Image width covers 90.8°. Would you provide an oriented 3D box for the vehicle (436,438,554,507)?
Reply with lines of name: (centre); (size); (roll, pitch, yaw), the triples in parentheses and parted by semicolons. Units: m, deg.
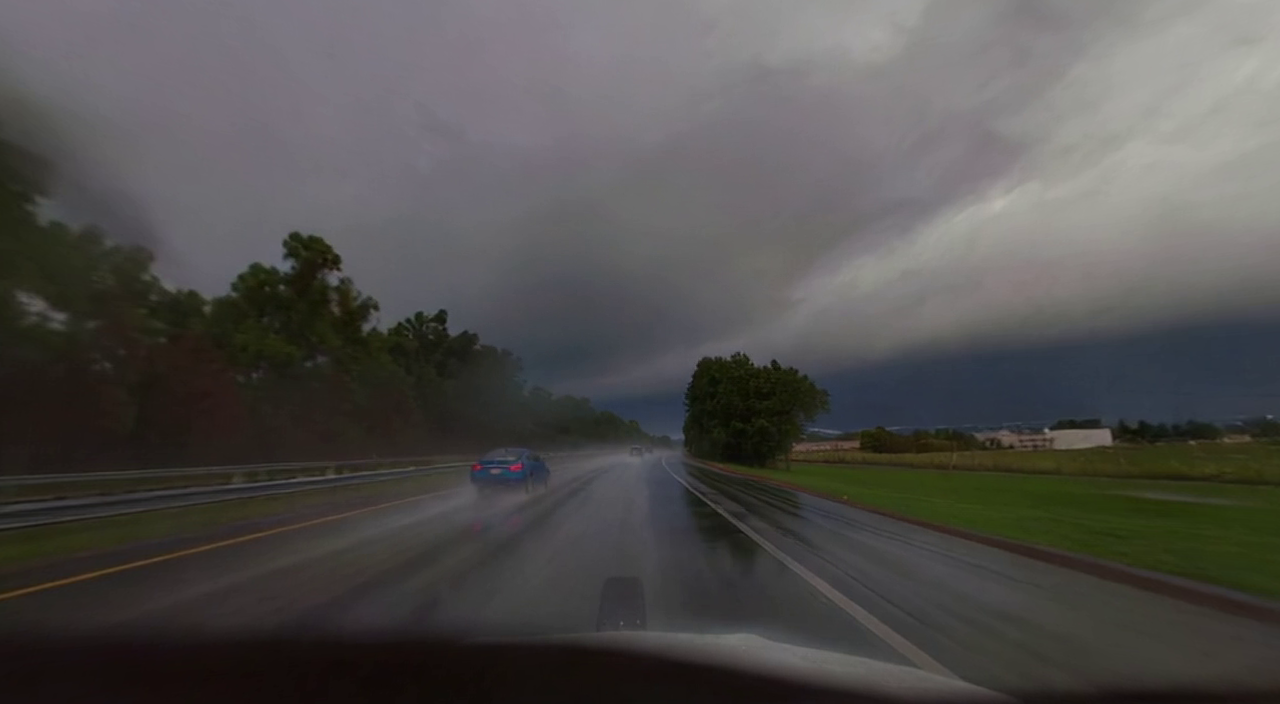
vehicle: (-3.615, 3.083, 16.600); (2.088, 1.586, 4.000); (0, -9, 1)
